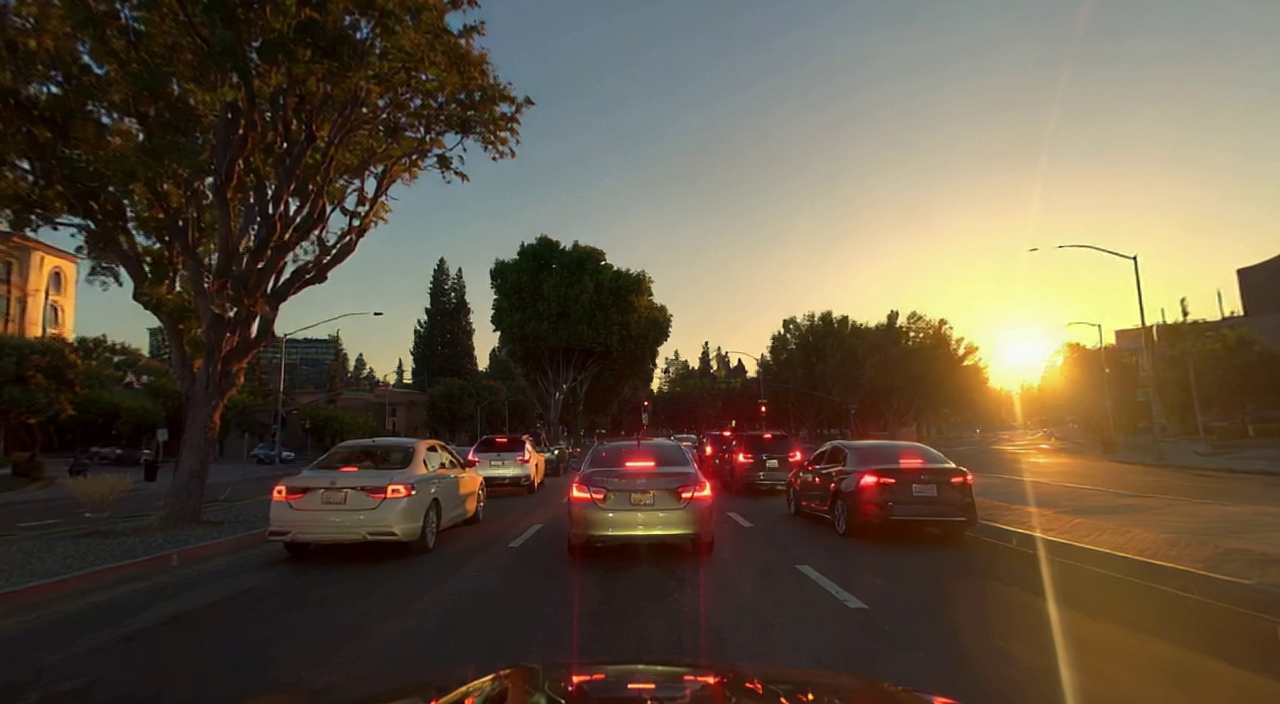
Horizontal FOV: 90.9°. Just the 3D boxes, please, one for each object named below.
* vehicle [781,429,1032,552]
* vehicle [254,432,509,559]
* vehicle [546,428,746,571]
[{"bbox_3d":[3.784,2.029,10.028,1.990,1.486,4.431,0,-8,-1],"label":"vehicle"},{"bbox_3d":[-3.464,1.985,9.469,2.002,1.465,4.098,0,-8,1],"label":"vehicle"},{"bbox_3d":[0.046,1.842,8.660,2.101,1.480,3.929,0,-8,0],"label":"vehicle"}]
